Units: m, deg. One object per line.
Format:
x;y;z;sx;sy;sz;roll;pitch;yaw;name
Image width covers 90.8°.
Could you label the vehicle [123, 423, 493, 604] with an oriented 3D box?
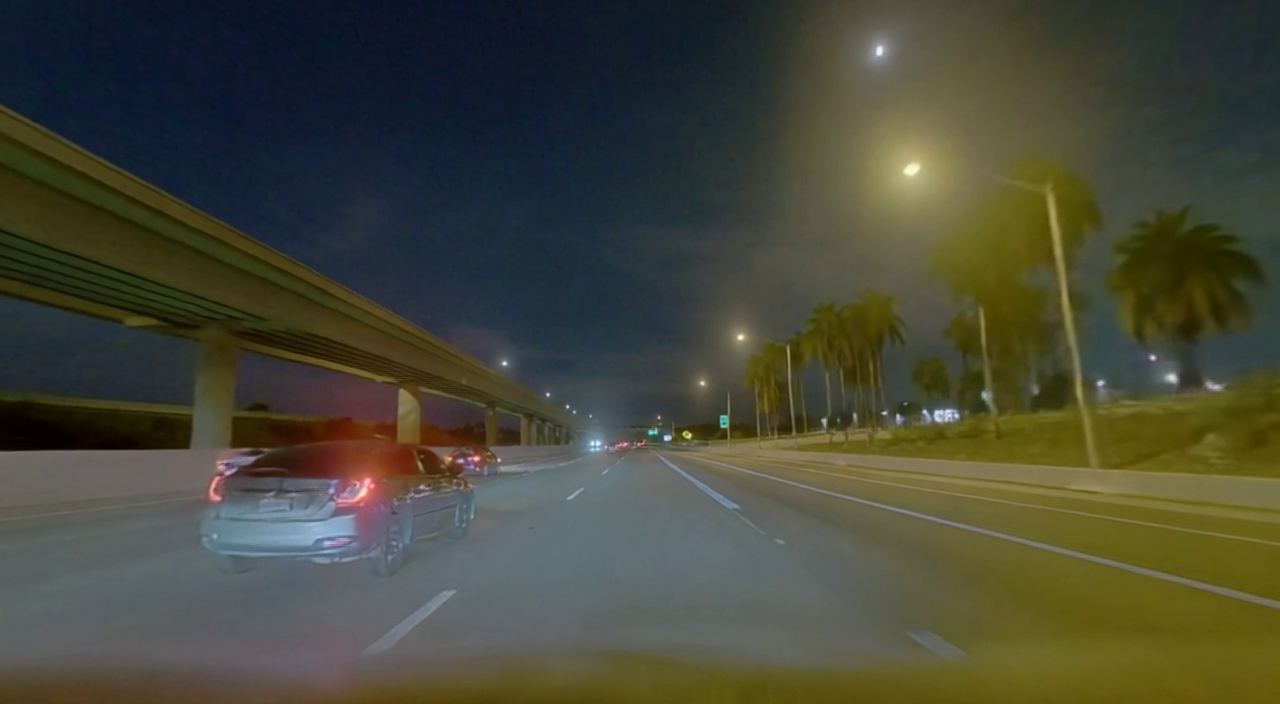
-3.340;1.713;7.714;1.978;1.499;4.695;0;-8;0;vehicle
